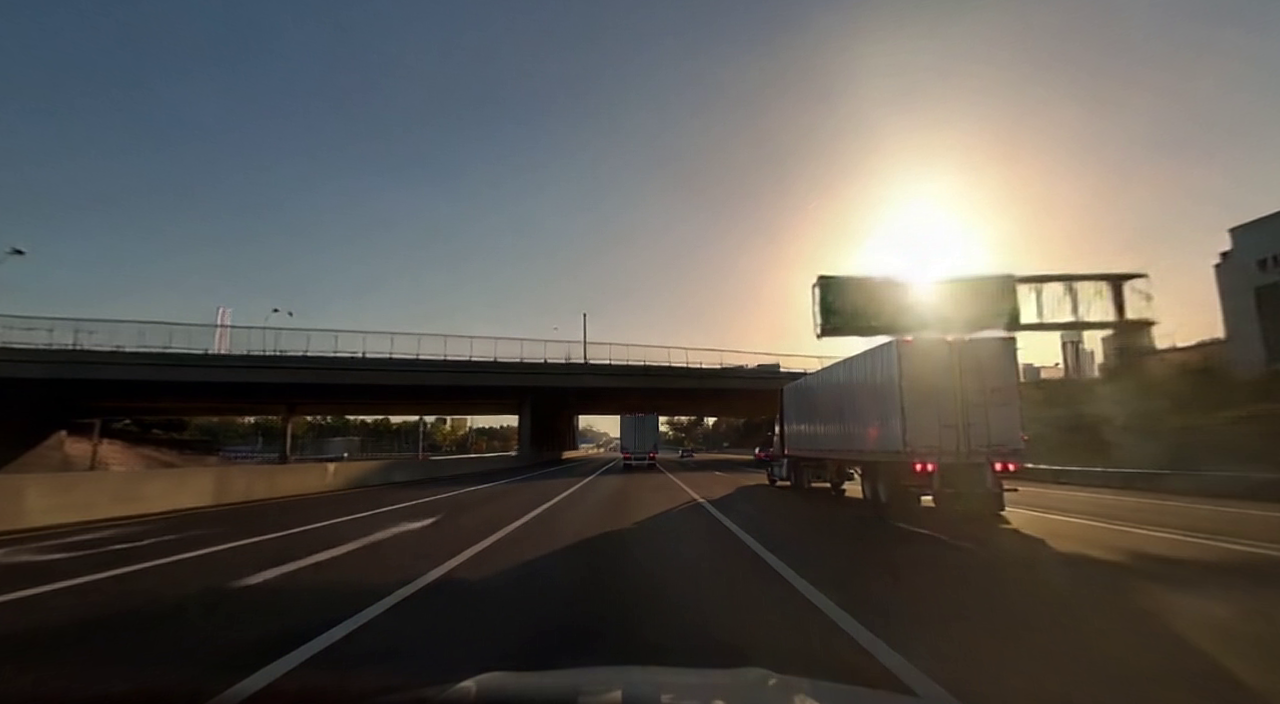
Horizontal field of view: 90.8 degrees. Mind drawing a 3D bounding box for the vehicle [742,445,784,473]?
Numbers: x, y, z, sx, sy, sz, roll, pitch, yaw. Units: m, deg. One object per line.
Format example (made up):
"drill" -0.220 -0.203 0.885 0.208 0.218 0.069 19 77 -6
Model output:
"vehicle" 7.240 6.331 37.451 1.687 1.503 3.688 0 -9 0
